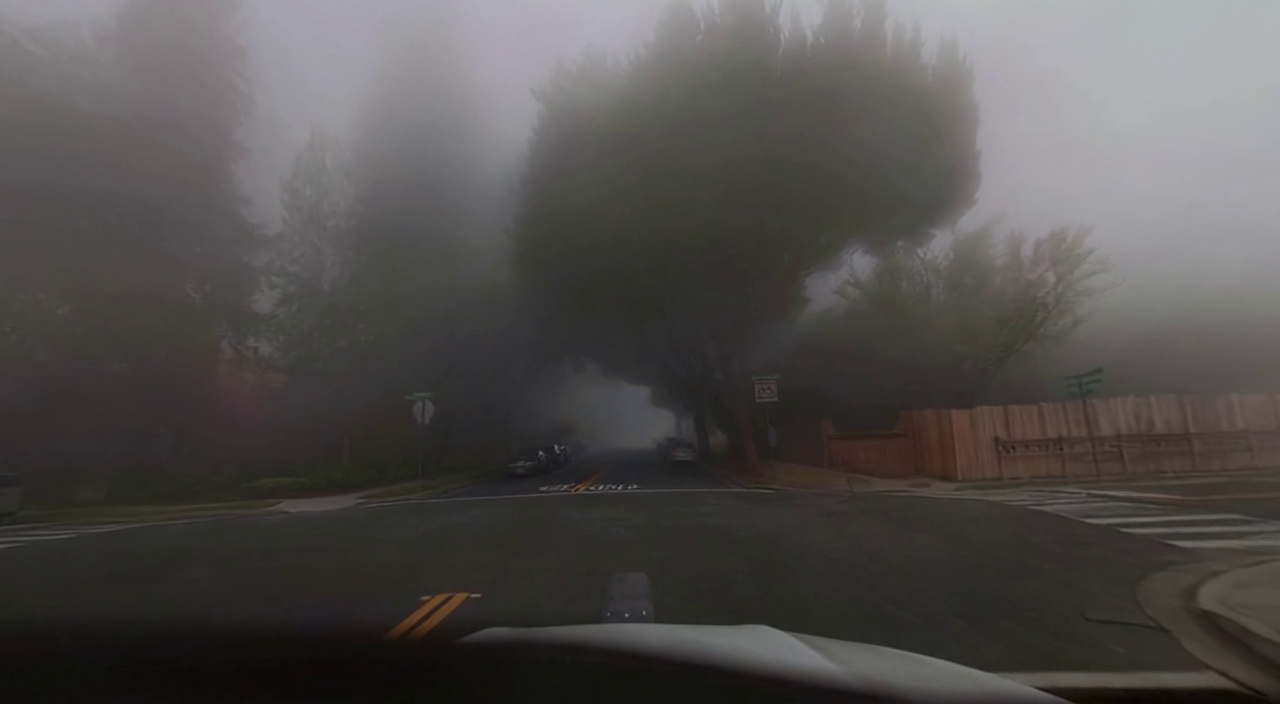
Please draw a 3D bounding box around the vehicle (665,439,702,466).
[{"bbox_3d":[2.931,6.887,43.475,2.220,1.753,3.862,0,-8,0],"label":"vehicle"}]
